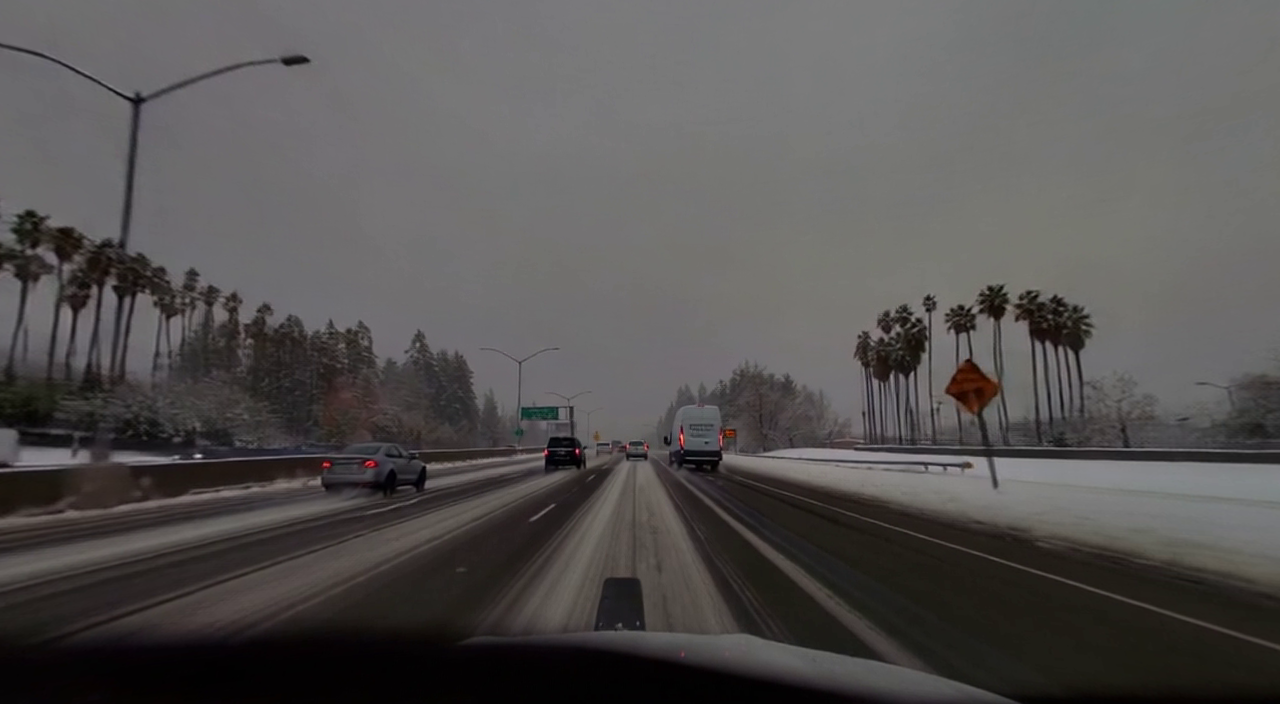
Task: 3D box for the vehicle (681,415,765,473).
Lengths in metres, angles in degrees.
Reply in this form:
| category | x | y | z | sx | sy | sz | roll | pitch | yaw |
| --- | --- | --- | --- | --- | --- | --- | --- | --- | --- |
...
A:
| category | x | y | z | sx | sy | sz | roll | pitch | yaw |
| --- | --- | --- | --- | --- | --- | --- | --- | --- | --- |
| vehicle | 4.256 | 5.319 | 36.169 | 2.891 | 2.596 | 15.534 | 0 | -9 | 1 |

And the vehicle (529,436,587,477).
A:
| category | x | y | z | sx | sy | sz | roll | pitch | yaw |
| --- | --- | --- | --- | --- | --- | --- | --- | --- | --- |
| vehicle | -3.606 | 4.670 | 28.289 | 2.017 | 1.683 | 4.094 | 0 | -9 | 0 |

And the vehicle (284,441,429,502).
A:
| category | x | y | z | sx | sy | sz | roll | pitch | yaw |
| --- | --- | --- | --- | --- | --- | --- | --- | --- | --- |
| vehicle | -7.731 | 3.297 | 17.772 | 2.050 | 1.487 | 4.372 | 0 | -9 | 0 |

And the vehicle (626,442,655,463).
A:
| category | x | y | z | sx | sy | sz | roll | pitch | yaw |
| --- | --- | --- | --- | --- | --- | --- | --- | --- | --- |
| vehicle | 0.059 | 7.432 | 46.738 | 2.085 | 1.507 | 4.096 | 0 | -9 | 0 |
